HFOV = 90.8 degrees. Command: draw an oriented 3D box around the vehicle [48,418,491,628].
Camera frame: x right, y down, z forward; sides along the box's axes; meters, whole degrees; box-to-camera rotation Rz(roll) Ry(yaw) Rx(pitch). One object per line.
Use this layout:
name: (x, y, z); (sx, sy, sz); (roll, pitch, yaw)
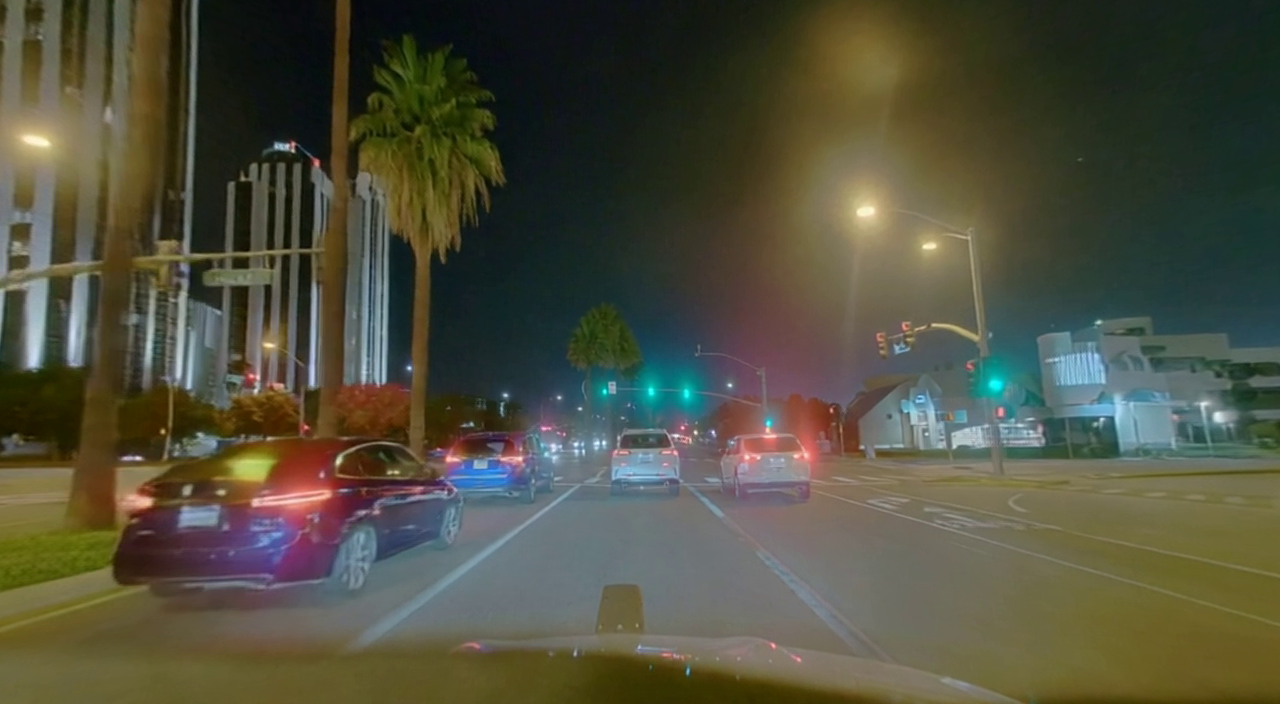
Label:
vehicle: (-3.199, 1.568, 6.875); (1.962, 1.480, 4.605); (0, -9, 1)

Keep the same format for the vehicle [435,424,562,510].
vehicle: (-3.092, 2.613, 14.787); (1.938, 1.713, 4.048); (0, -9, 1)

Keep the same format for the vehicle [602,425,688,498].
vehicle: (0.127, 2.947, 17.290); (2.060, 1.730, 4.257); (0, -9, 0)

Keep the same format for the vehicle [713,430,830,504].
vehicle: (3.079, 2.787, 15.698); (1.936, 1.567, 3.896); (0, -9, -2)
